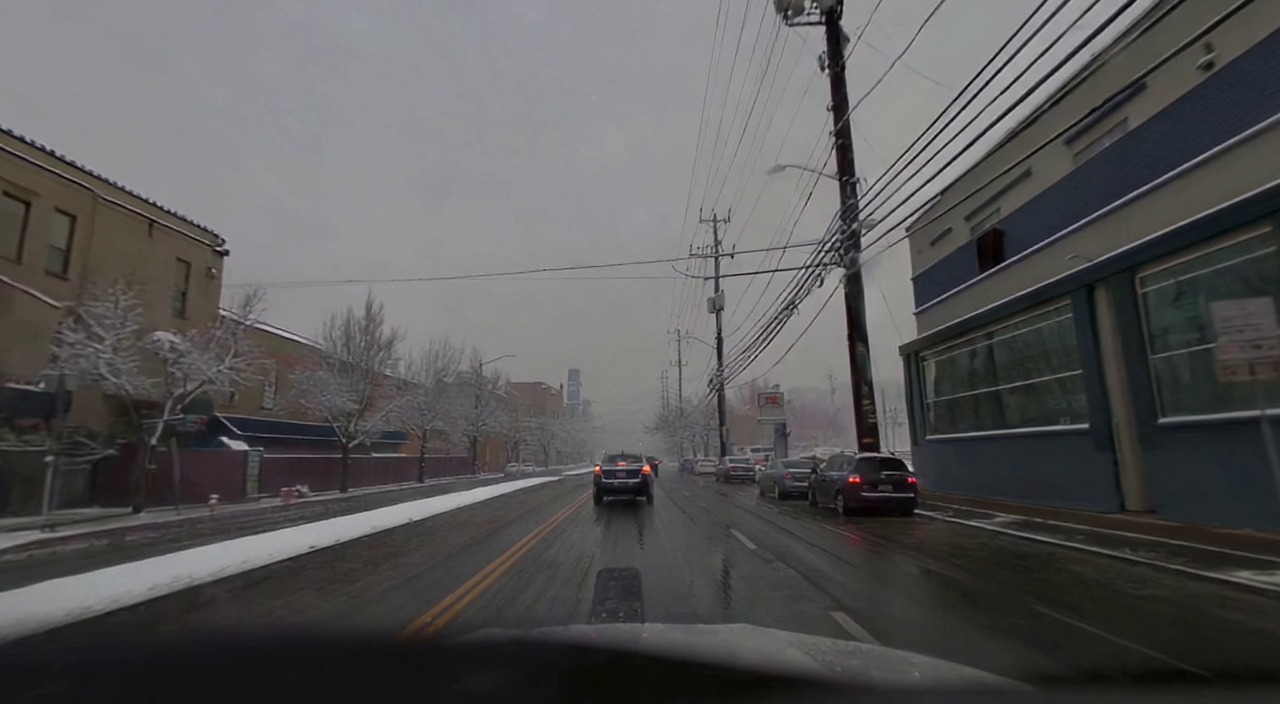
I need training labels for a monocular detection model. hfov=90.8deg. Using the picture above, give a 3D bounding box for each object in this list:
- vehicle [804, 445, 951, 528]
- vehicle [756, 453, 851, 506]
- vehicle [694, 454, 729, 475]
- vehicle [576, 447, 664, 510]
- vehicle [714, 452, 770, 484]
[{"bbox_3d":[5.129,2.912,14.235,1.779,1.592,3.740,0,-9,-1],"label":"vehicle"},{"bbox_3d":[5.013,3.943,20.016,1.761,1.413,4.272,0,-8,-1],"label":"vehicle"},{"bbox_3d":[5.234,8.340,47.011,1.987,1.459,4.677,0,-8,-1],"label":"vehicle"},{"bbox_3d":[-0.475,3.369,17.350,2.116,1.479,3.980,0,-8,0],"label":"vehicle"},{"bbox_3d":[5.314,6.103,33.582,2.108,1.471,4.948,0,-9,-1],"label":"vehicle"}]
